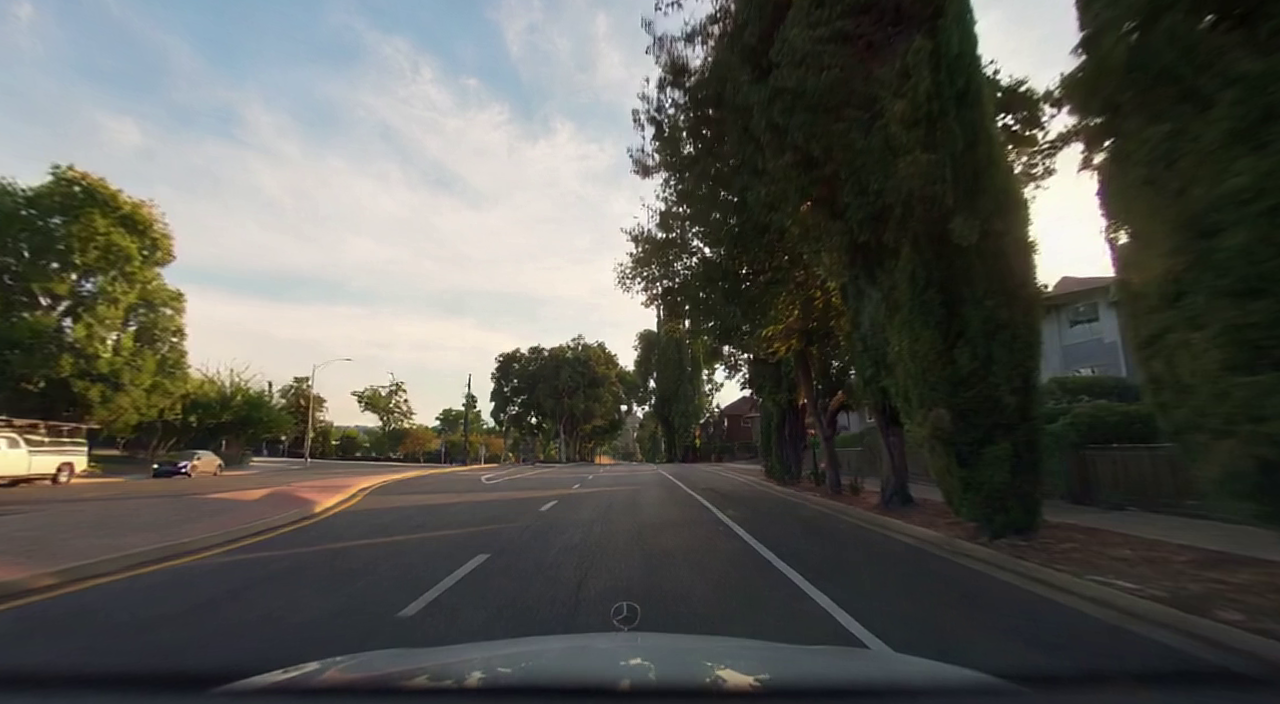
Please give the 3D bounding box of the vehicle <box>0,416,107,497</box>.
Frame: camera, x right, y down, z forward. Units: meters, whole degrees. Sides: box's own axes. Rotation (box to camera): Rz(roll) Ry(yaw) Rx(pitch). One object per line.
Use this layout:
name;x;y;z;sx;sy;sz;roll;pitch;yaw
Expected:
vehicle;-22.183;3.628;21.548;2.314;2.597;6.819;-3;-10;-3

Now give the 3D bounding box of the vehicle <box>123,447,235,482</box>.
vehicle;-22.721;5.512;31.446;2.049;1.578;4.787;0;-9;-2
